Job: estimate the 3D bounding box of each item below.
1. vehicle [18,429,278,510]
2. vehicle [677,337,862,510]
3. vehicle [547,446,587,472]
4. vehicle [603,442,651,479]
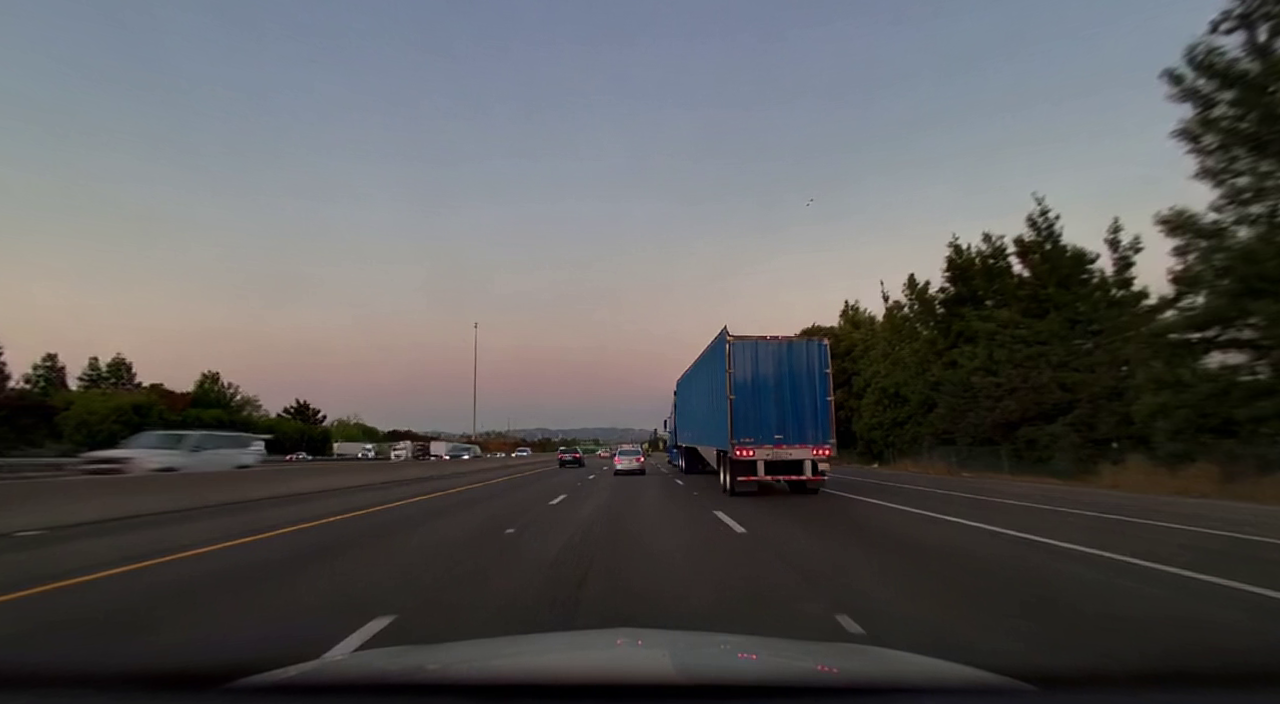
[{"bbox_3d":[-11.006,2.648,14.652,1.983,1.565,4.367,-2,-9,13],"label":"vehicle"},{"bbox_3d":[3.537,2.888,23.115,2.996,4.123,15.965,0,-9,-2],"label":"vehicle"},{"bbox_3d":[-4.478,6.664,39.501,1.995,1.491,4.317,0,-9,0],"label":"vehicle"},{"bbox_3d":[-0.616,5.273,30.950,2.191,1.685,4.015,0,-9,-1],"label":"vehicle"}]
